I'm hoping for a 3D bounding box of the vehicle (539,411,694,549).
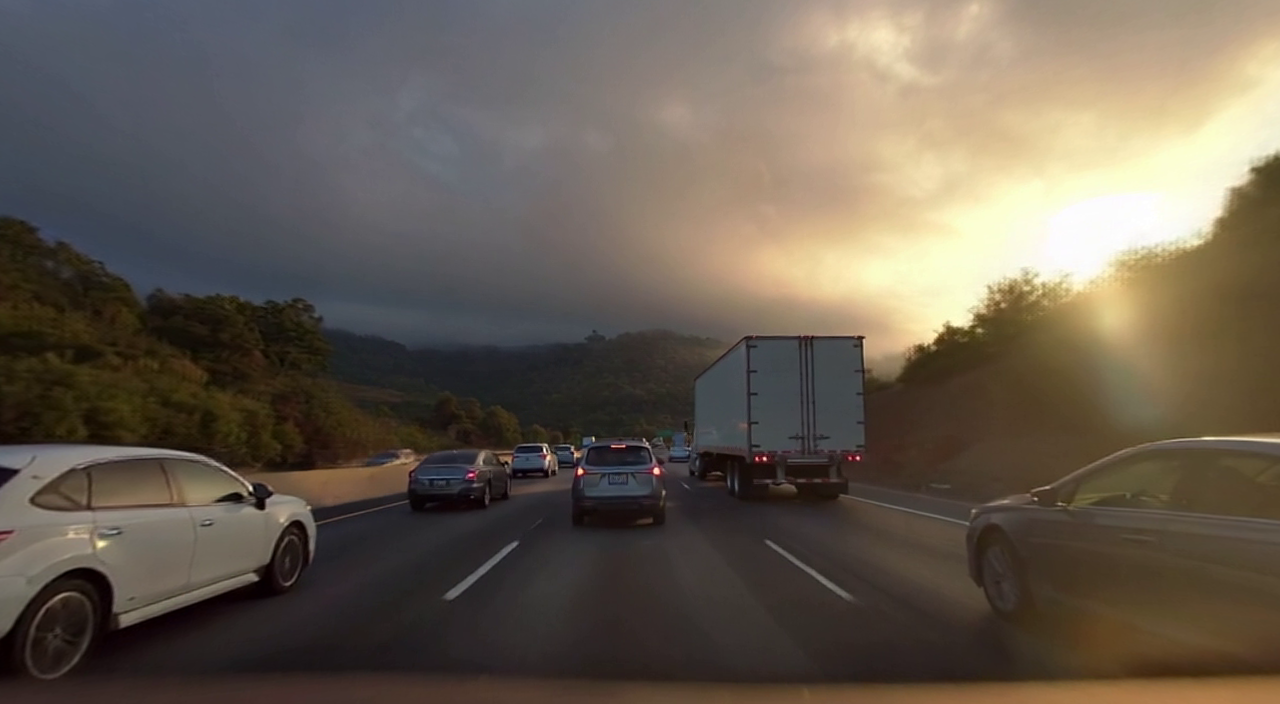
[{"bbox_3d":[-0.315,2.012,10.466,2.037,1.792,4.194,0,-9,0],"label":"vehicle"}]

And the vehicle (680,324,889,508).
[{"bbox_3d":[3.673,2.584,21.796,3.186,4.111,15.553,0,-9,-1],"label":"vehicle"}]

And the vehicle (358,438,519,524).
[{"bbox_3d":[-3.983,2.621,13.330,1.923,1.503,4.293,0,-9,1],"label":"vehicle"}]

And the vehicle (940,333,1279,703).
[{"bbox_3d":[3.645,0.884,3.059,2.076,1.751,4.666,0,-9,1],"label":"vehicle"}]

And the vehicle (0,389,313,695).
[{"bbox_3d":[-4.317,1.202,4.561,1.789,1.620,3.841,0,-9,0],"label":"vehicle"}]
